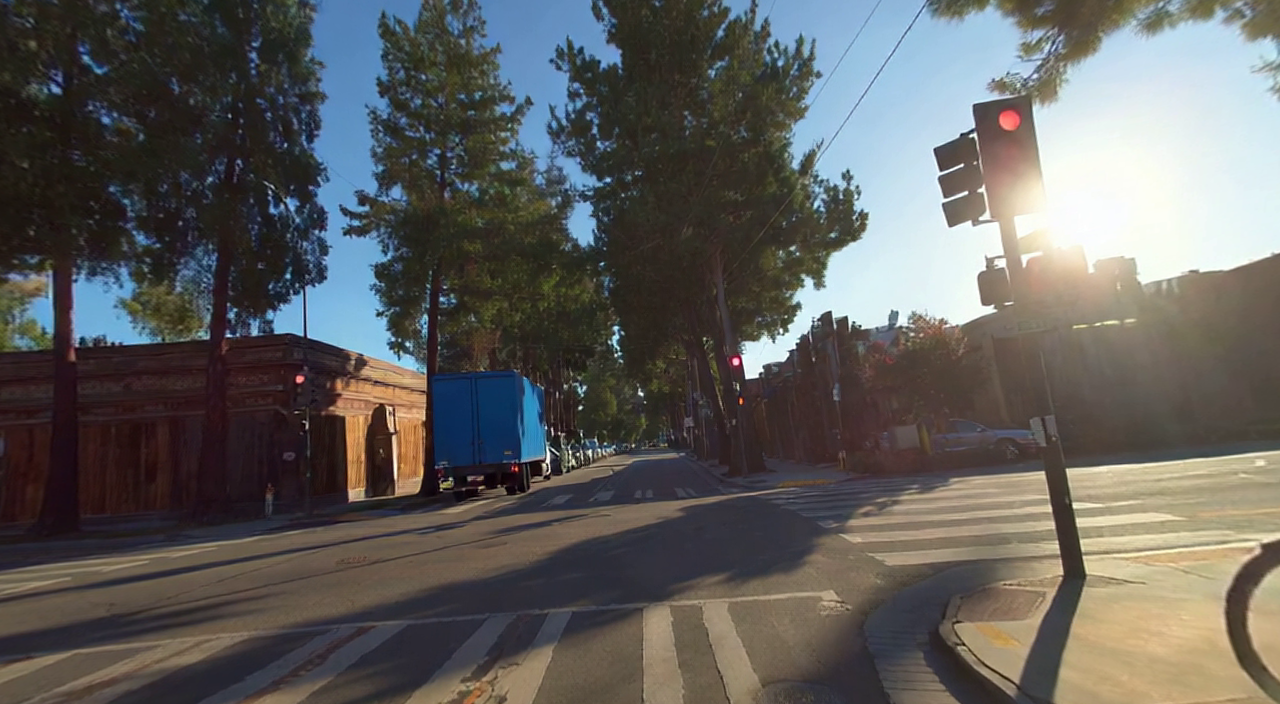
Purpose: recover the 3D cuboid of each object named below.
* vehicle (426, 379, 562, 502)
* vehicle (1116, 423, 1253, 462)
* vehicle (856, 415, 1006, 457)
[{"bbox_3d":[-5.757,3.797,27.030,3.113,4.041,10.284,-5,-8,1],"label":"vehicle"},{"bbox_3d":[24.951,4.167,29.017,4.268,1.695,2.053,0,-8,3],"label":"vehicle"},{"bbox_3d":[10.692,3.137,23.420,4.643,1.456,1.820,-1,-8,5],"label":"vehicle"}]
